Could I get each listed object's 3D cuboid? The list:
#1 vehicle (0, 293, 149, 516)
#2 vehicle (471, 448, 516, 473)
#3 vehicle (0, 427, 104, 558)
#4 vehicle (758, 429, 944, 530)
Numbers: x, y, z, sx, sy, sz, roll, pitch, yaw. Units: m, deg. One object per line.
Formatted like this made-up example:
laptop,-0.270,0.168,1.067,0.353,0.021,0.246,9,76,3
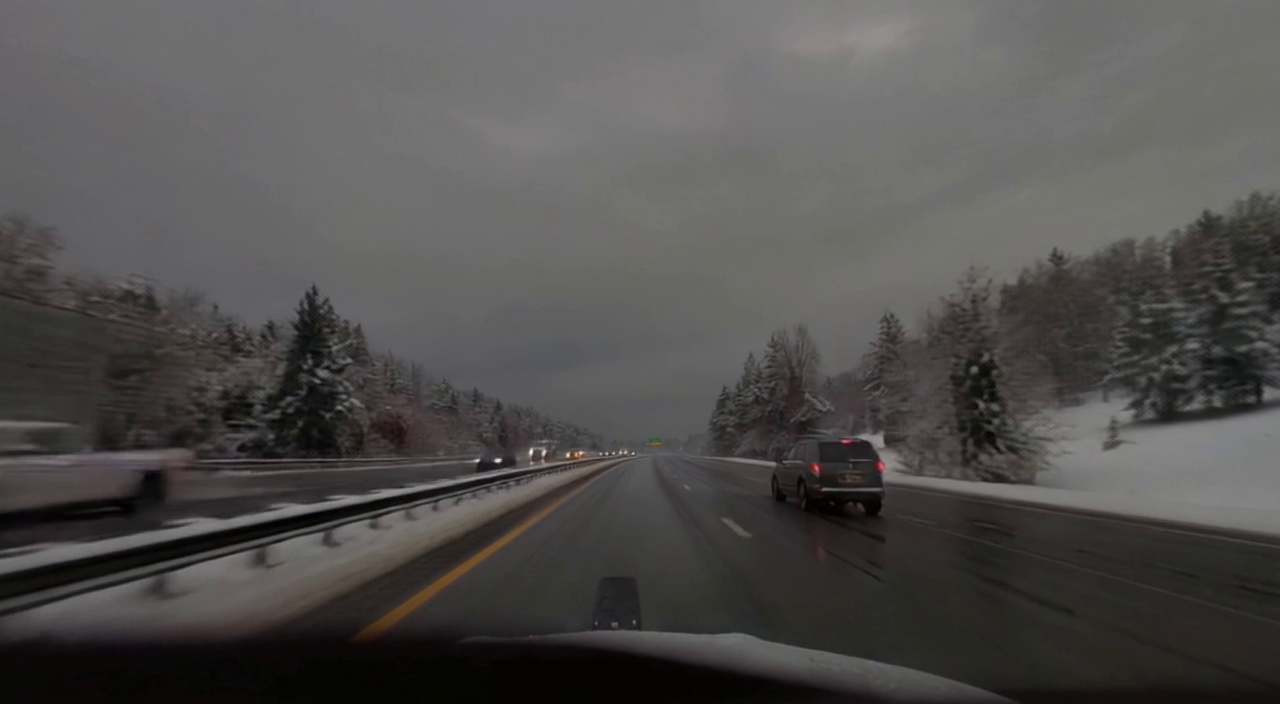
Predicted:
vehicle,-13.366,0.194,6.600,3.099,4.089,16.683,0,-9,-1
vehicle,-9.437,7.010,40.608,1.897,1.540,4.049,-1,-9,0
vehicle,-9.073,1.672,7.219,2.023,1.628,4.241,0,-9,-1
vehicle,3.979,2.501,12.900,2.089,1.660,4.729,0,-9,-1
